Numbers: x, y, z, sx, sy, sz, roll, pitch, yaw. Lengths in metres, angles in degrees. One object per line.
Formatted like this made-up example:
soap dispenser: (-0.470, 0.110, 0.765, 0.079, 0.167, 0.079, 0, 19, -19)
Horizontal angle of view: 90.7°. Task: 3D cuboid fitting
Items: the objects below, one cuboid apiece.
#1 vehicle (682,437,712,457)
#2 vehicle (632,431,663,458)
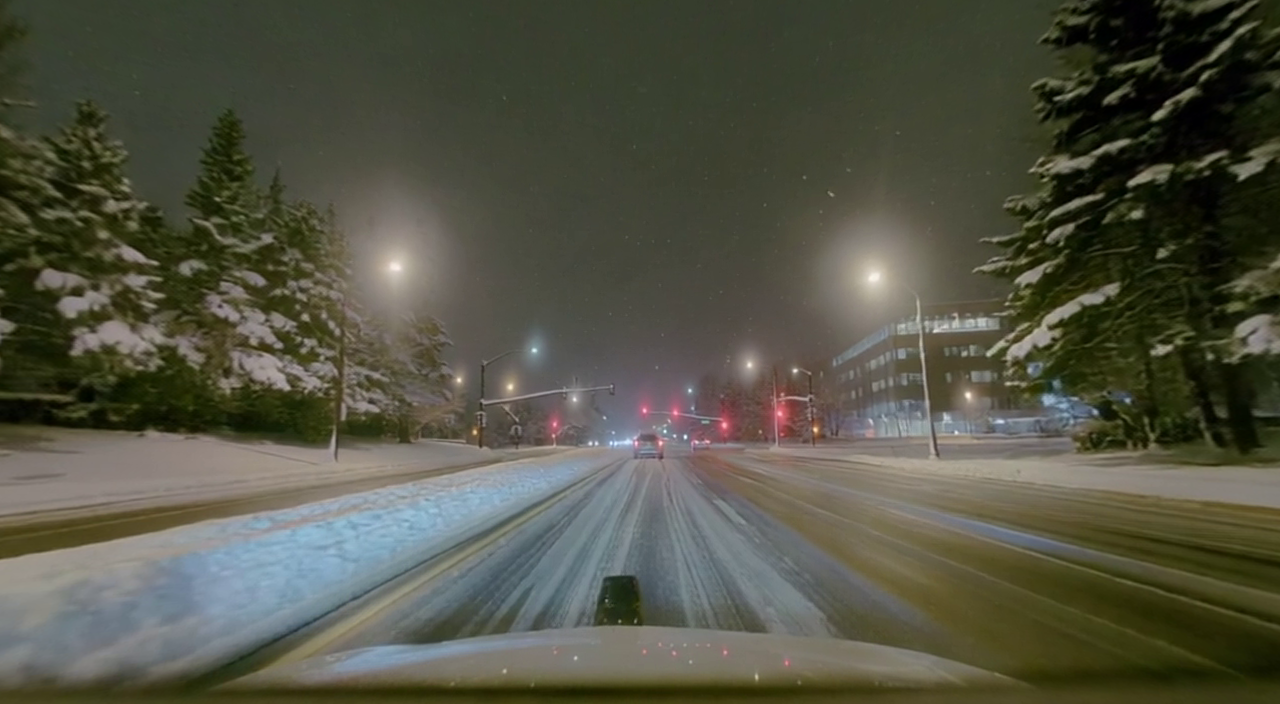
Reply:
vehicle: (4.352, 7.311, 48.623, 1.998, 1.460, 3.898, 0, -8, 1)
vehicle: (0.615, 7.094, 48.539, 2.267, 1.926, 4.708, 0, -8, 1)
